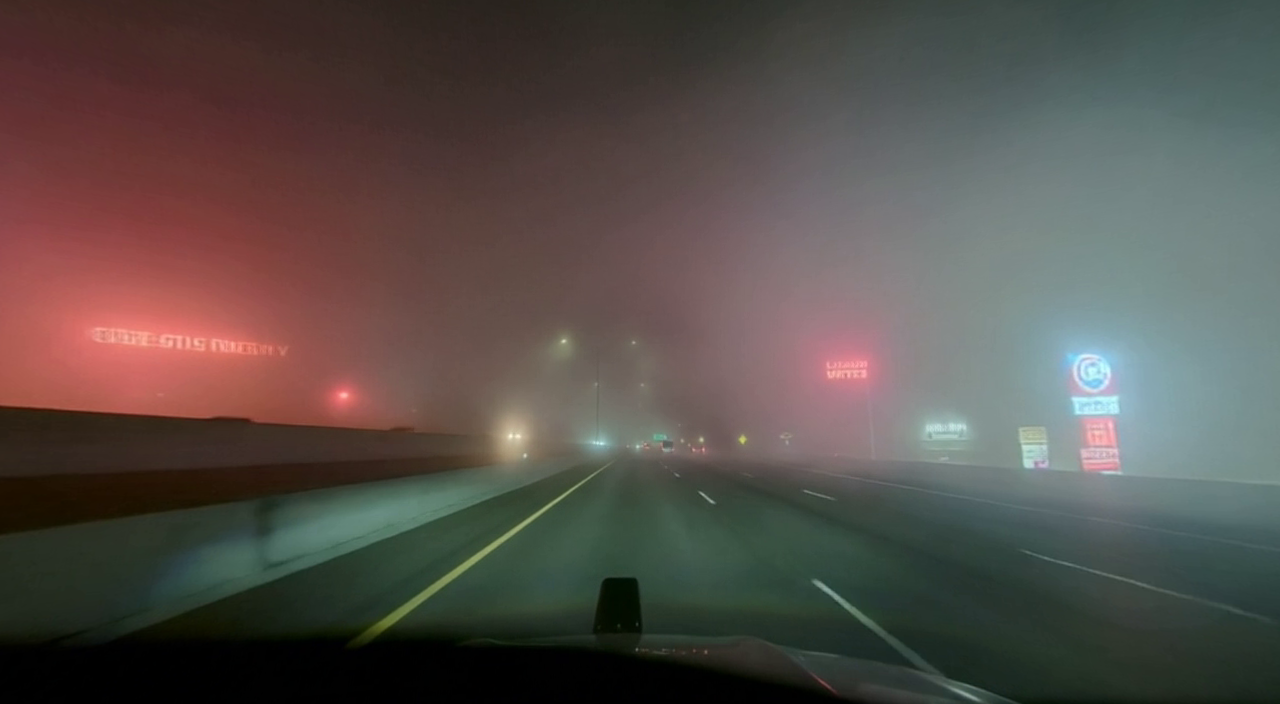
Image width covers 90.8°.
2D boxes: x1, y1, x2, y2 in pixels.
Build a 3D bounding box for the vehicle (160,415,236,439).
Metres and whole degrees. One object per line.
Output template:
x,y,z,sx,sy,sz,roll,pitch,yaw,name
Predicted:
-29.406,5.037,42.181,1.942,1.478,4.374,0,-8,0,vehicle
